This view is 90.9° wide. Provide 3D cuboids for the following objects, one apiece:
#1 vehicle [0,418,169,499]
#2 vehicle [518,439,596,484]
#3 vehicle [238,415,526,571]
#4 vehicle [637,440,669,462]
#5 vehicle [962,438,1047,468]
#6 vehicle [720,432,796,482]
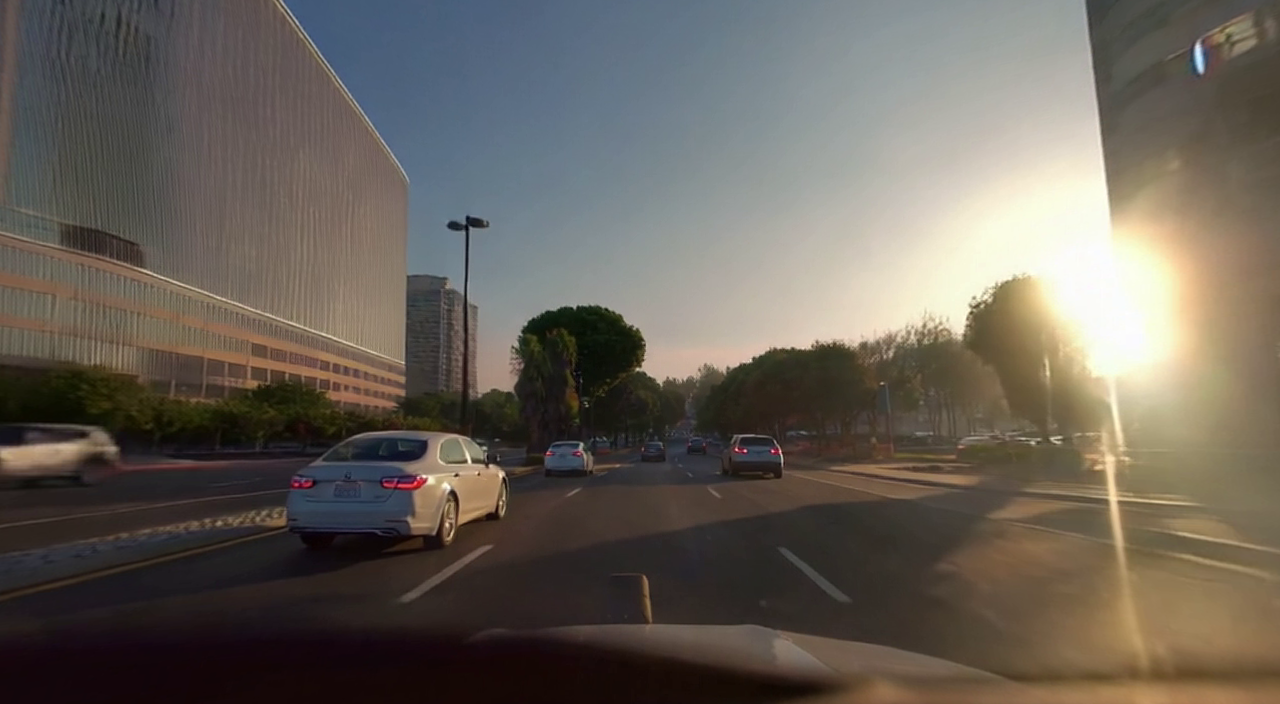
[{"bbox_3d":[-15.600,2.779,16.772,2.180,1.824,4.922,-1,-8,2],"label":"vehicle"},{"bbox_3d":[-2.845,3.852,22.547,1.980,1.454,4.226,-1,-8,3],"label":"vehicle"},{"bbox_3d":[-3.017,1.755,8.675,2.118,1.568,4.436,0,-8,-1],"label":"vehicle"},{"bbox_3d":[0.981,7.075,45.042,2.164,1.477,3.988,-1,-8,2],"label":"vehicle"},{"bbox_3d":[18.300,5.062,31.707,3.368,1.389,1.595,1,-8,-10],"label":"vehicle"},{"bbox_3d":[4.334,3.927,23.877,2.103,1.699,4.171,0,-8,0],"label":"vehicle"}]
